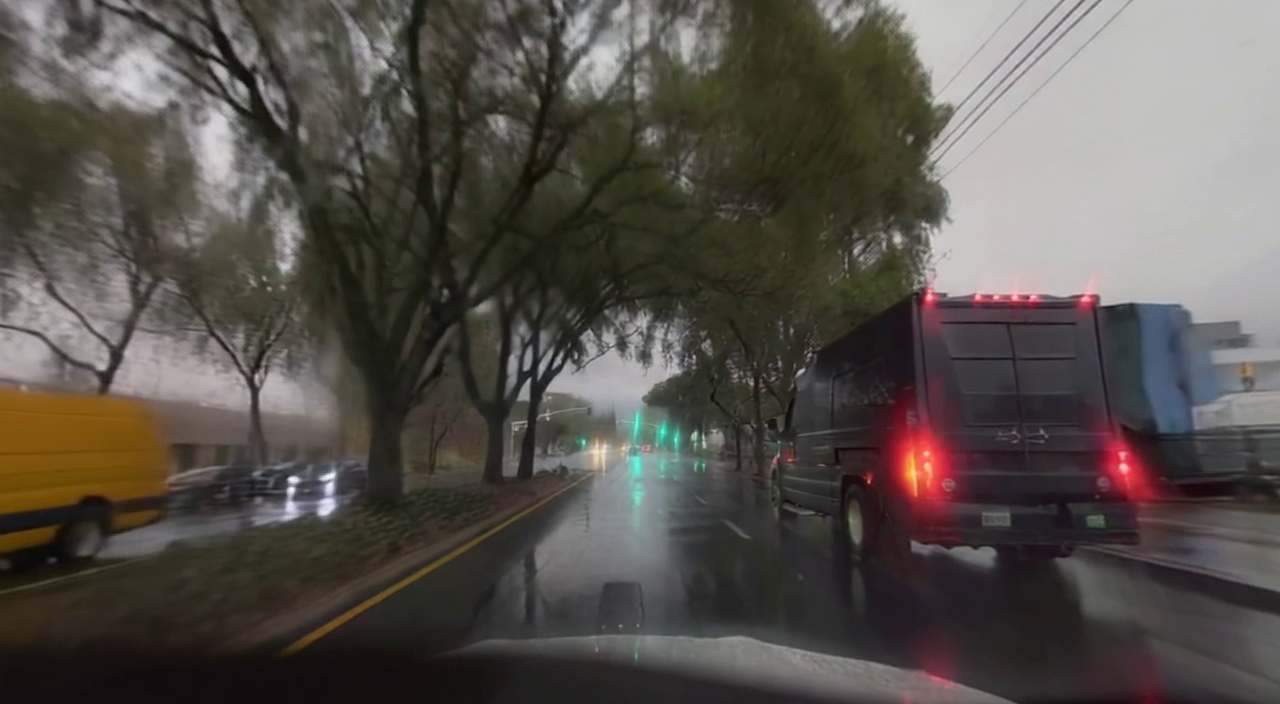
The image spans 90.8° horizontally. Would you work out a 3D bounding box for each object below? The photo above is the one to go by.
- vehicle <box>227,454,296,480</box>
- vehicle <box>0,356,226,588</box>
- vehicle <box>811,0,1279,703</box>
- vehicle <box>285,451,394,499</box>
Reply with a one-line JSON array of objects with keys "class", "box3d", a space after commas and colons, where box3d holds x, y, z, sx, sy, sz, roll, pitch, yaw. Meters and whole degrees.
[{"class": "vehicle", "box3d": [-28.313, 8.652, 47.515, 1.978, 1.781, 4.917, -3, -11, 3]}, {"class": "vehicle", "box3d": [-10.255, 1.651, 8.663, 3.257, 3.085, 9.164, 0, -9, -3]}, {"class": "vehicle", "box3d": [3.967, 0.230, 3.938, 2.731, 3.407, 10.262, 0, -9, -1]}, {"class": "vehicle", "box3d": [-13.786, 5.652, 29.539, 2.290, 1.943, 5.833, 0, -9, -1]}]
